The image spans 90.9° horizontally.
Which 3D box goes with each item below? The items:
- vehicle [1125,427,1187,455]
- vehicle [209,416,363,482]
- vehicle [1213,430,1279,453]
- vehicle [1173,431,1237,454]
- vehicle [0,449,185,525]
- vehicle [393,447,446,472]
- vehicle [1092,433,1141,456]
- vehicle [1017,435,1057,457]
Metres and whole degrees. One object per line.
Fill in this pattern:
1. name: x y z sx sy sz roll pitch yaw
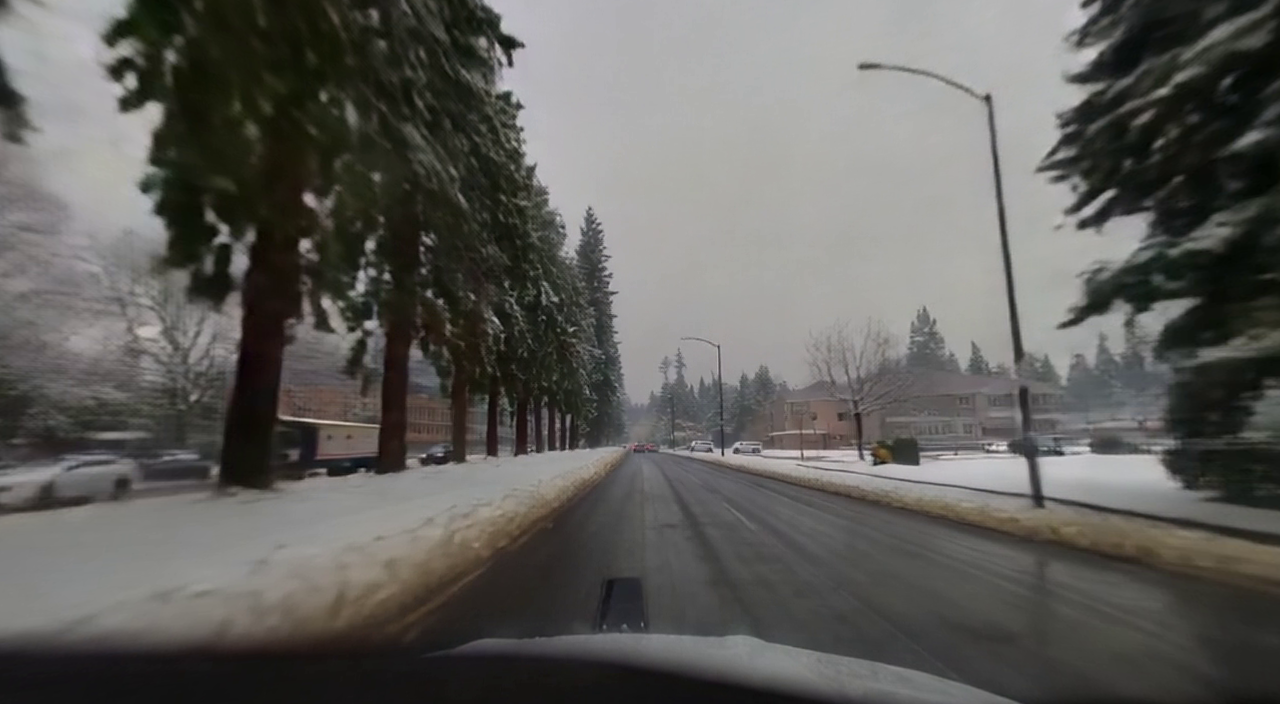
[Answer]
1. vehicle: 35.690 6.191 43.719 2.129 1.846 4.542 -4 -9 24
2. vehicle: -20.965 5.900 38.594 3.141 3.464 11.209 0 -8 -1
3. vehicle: 41.725 6.202 43.414 1.895 1.496 3.889 -3 -9 20
4. vehicle: 38.211 6.152 42.739 1.894 1.462 4.345 -4 -9 24
5. vehicle: -13.827 3.148 15.374 1.914 1.496 4.742 0 -8 0
6. vehicle: -14.119 6.892 40.615 1.830 1.474 4.623 0 -8 -2
7. vehicle: 32.803 6.373 43.485 1.826 1.478 4.336 -4 -9 26
8. vehicle: 27.143 6.433 43.192 2.002 1.460 4.533 -5 -9 29
